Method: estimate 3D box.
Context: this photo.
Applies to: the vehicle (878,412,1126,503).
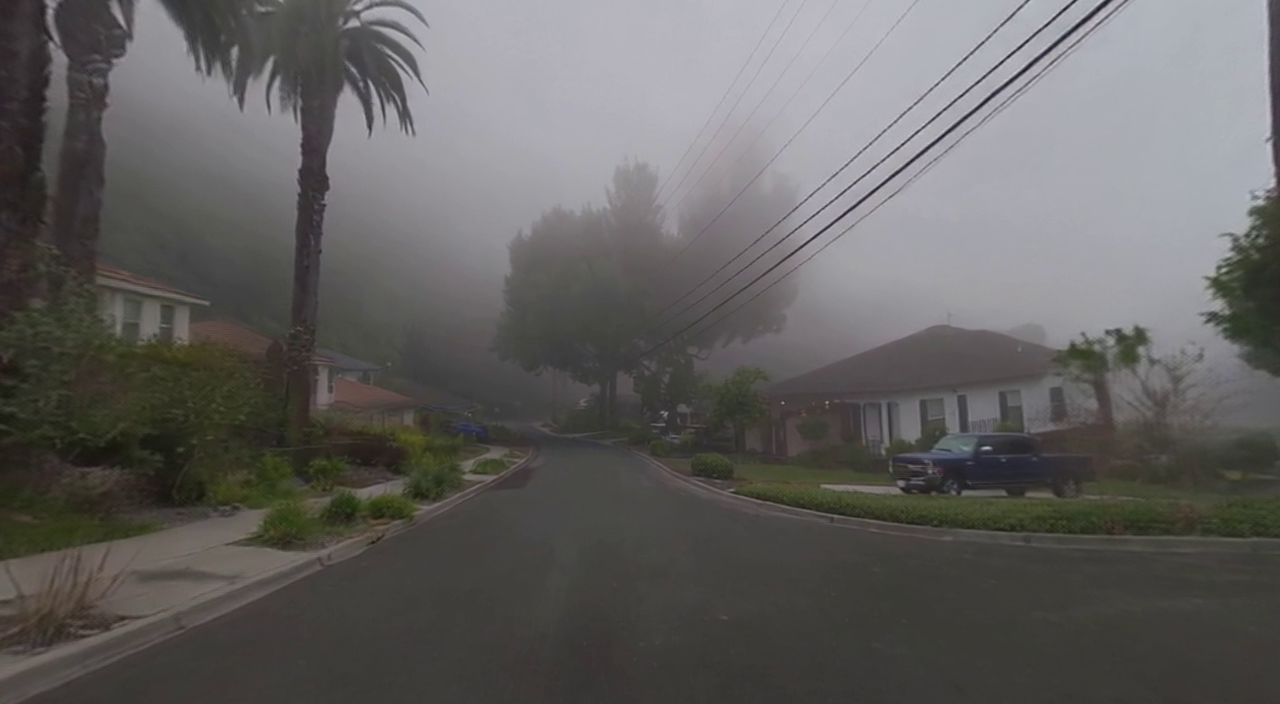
[{"bbox_3d":[8.915,2.620,15.513,5.663,1.913,2.170,5,-10,-23],"label":"vehicle"}]
